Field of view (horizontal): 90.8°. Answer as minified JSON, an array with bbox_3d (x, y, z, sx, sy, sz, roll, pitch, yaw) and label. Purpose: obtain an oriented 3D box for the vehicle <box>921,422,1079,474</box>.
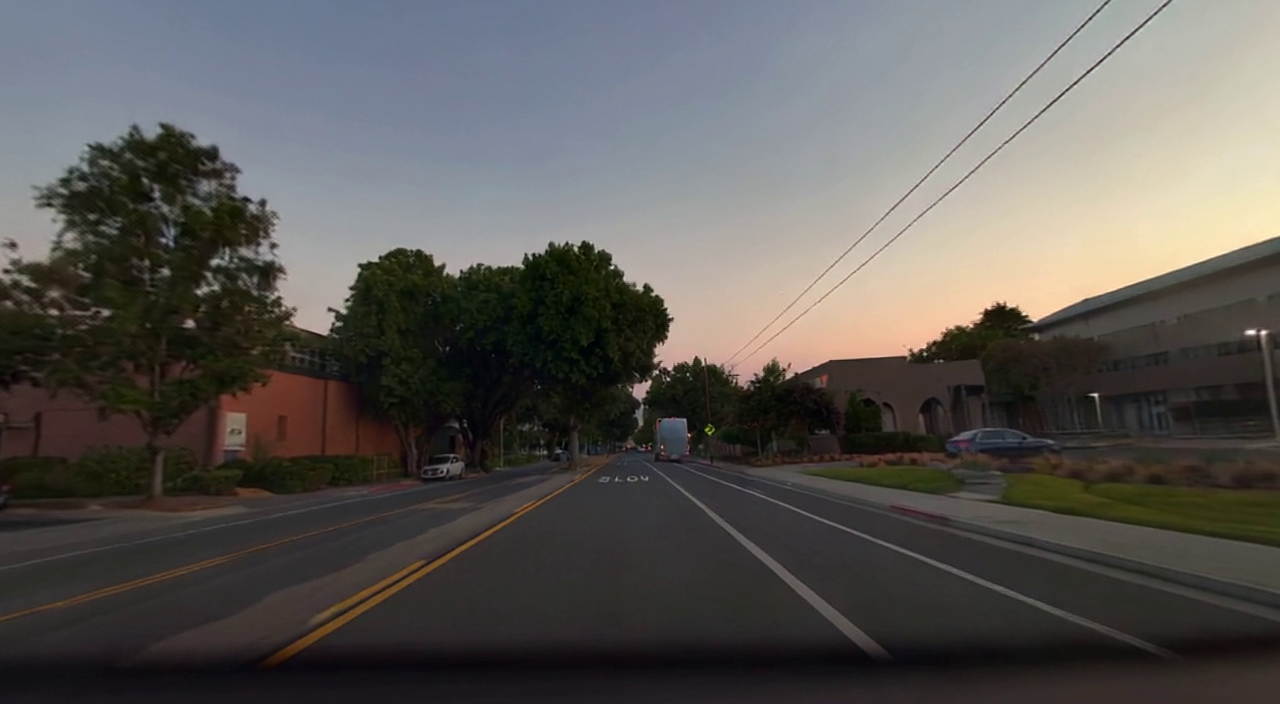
[{"bbox_3d":[12.604,3.413,22.424,4.554,1.668,1.974,-5,-10,27],"label":"vehicle"}]
